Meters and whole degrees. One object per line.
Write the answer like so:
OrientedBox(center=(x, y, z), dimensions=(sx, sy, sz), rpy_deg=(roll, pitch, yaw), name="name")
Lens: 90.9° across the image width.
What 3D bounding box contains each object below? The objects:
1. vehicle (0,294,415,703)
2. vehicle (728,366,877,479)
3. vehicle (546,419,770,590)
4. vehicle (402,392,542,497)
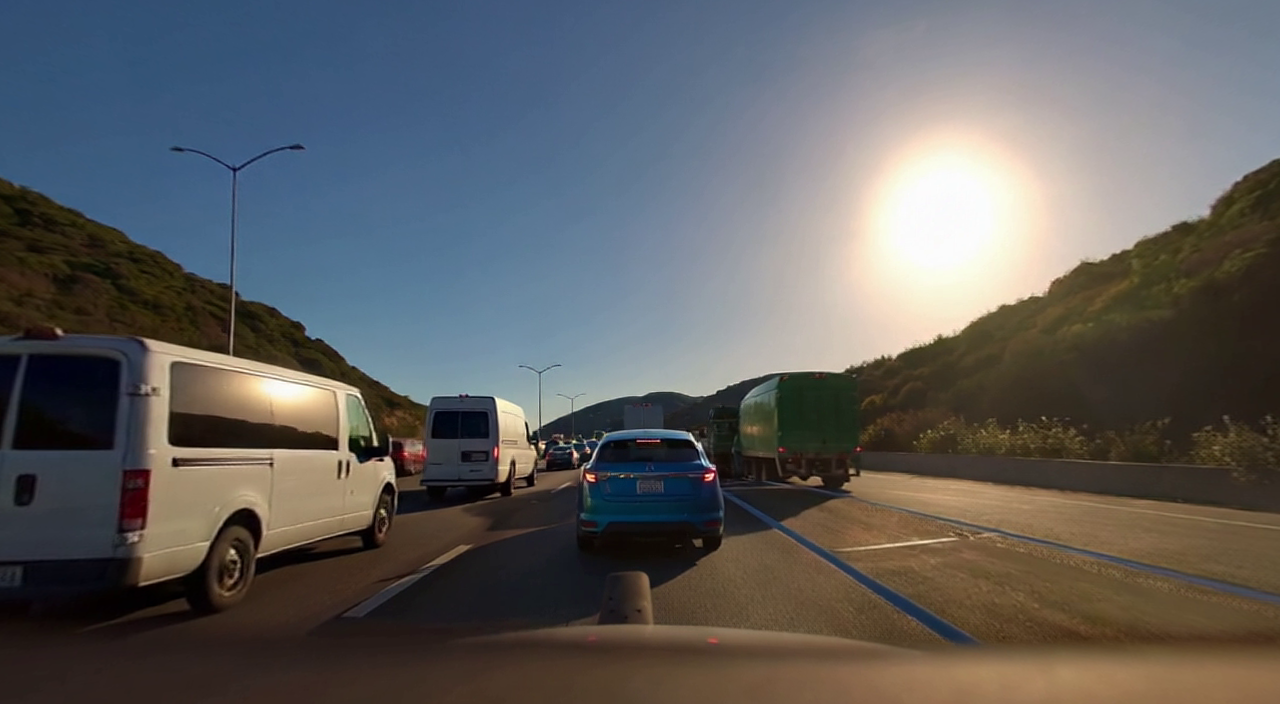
OrientedBox(center=(-4.233, 1.129, 5.895), dimensions=(2.195, 2.086, 5.445), rpy_deg=(0, -8, 0), name="vehicle")
OrientedBox(center=(6.402, 3.227, 27.420), dimensions=(2.977, 3.878, 11.111), rpy_deg=(0, -8, -3), name="vehicle")
OrientedBox(center=(0.110, 1.656, 7.674), dimensions=(2.003, 1.499, 3.930), rpy_deg=(0, -8, -2), name="vehicle")
OrientedBox(center=(-4.497, 2.648, 18.098), dimensions=(2.300, 2.522, 5.701), rpy_deg=(-1, -8, 1), name="vehicle")
